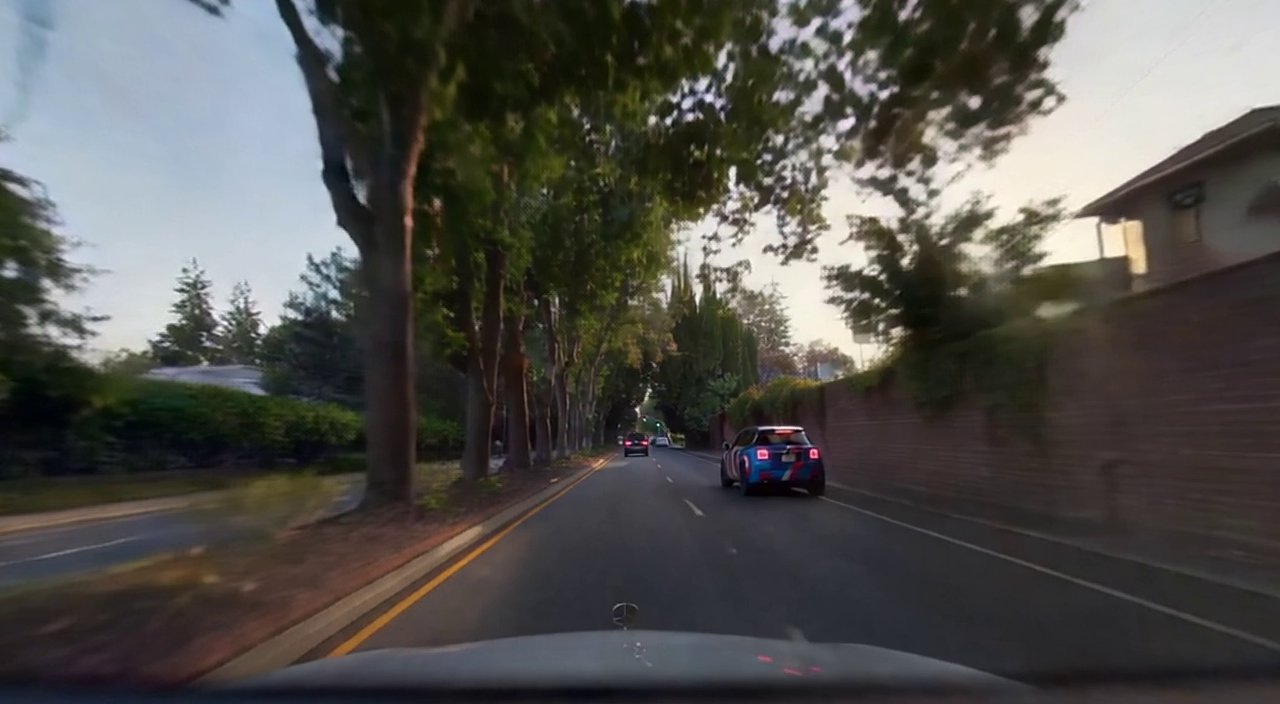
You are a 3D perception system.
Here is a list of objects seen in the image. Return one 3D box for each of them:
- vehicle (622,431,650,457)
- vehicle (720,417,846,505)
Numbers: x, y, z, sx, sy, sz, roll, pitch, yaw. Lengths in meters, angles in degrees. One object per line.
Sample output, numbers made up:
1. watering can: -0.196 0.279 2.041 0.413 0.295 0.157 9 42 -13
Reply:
1. vehicle: -0.311 6.657 45.423 1.984 1.777 3.148 0 -8 -1
2. vehicle: 3.091 2.461 14.547 1.840 1.709 4.202 0 -8 -1
